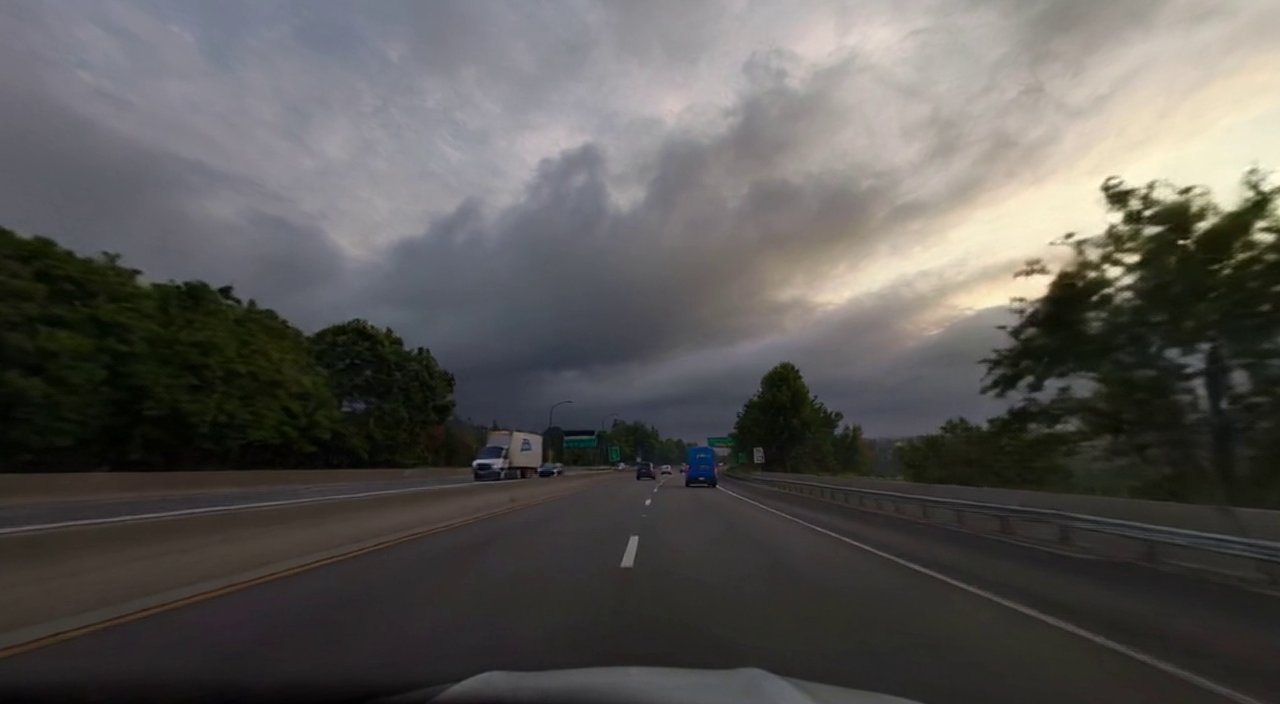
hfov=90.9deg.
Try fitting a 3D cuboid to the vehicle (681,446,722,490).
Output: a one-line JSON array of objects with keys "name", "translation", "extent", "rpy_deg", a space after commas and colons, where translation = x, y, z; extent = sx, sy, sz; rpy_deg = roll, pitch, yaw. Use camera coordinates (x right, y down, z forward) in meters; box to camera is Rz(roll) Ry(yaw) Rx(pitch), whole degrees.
[{"name": "vehicle", "translation": [3.998, 7.721, 41.890], "extent": [2.366, 2.595, 5.793], "rpy_deg": [1, -11, 2]}]
